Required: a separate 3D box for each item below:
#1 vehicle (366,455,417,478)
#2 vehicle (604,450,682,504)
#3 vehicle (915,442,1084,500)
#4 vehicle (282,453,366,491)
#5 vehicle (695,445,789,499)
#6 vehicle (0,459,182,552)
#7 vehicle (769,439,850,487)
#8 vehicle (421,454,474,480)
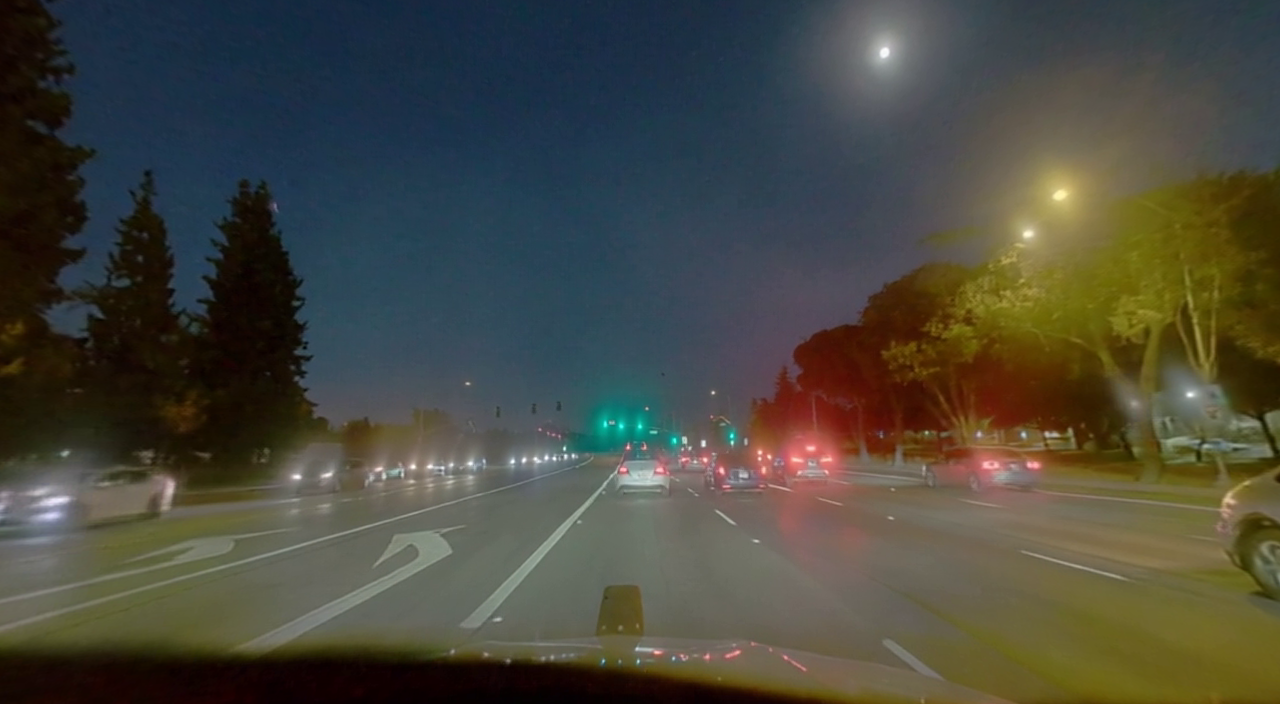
[{"bbox_3d":[-19.204,8.854,49.032,1.992,1.607,4.965,0,-9,0],"label":"vehicle"},{"bbox_3d":[0.029,3.504,18.202,1.990,1.347,4.067,0,-9,-2],"label":"vehicle"},{"bbox_3d":[10.370,3.444,18.824,1.890,1.488,5.113,0,-9,-2],"label":"vehicle"},{"bbox_3d":[-15.841,6.006,31.978,1.908,1.703,4.547,0,-9,0],"label":"vehicle"},{"bbox_3d":[3.027,3.675,19.897,1.970,1.445,4.974,0,-9,-2],"label":"vehicle"},{"bbox_3d":[-11.993,2.974,12.825,2.002,1.500,4.536,0,-9,-1],"label":"vehicle"},{"bbox_3d":[6.408,4.232,24.402,1.931,1.685,4.054,0,-9,-1],"label":"vehicle"},{"bbox_3d":[-12.162,7.249,40.182,1.896,1.484,4.473,0,-9,1],"label":"vehicle"}]
